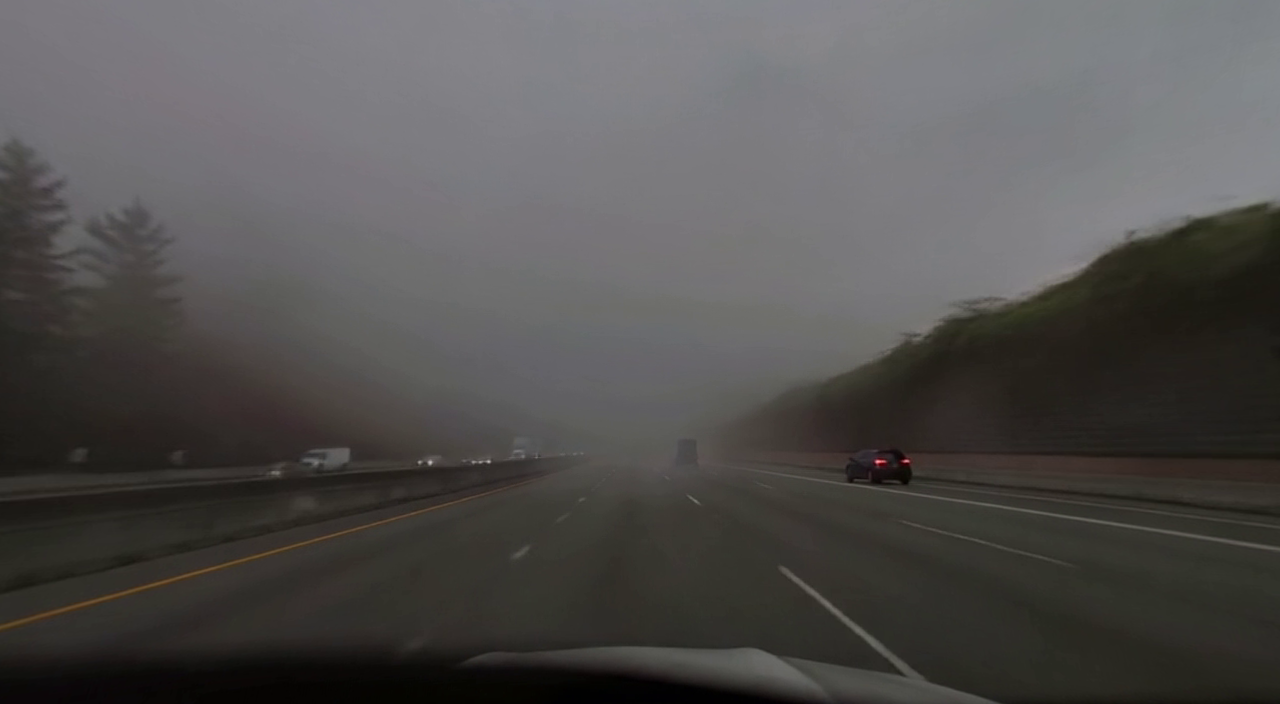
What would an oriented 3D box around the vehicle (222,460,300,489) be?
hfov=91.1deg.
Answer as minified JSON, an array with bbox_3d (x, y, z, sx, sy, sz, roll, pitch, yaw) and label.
[{"bbox_3d":[-21.796,7.016,36.379,1.843,1.460,4.668,0,-9,-3],"label":"vehicle"}]

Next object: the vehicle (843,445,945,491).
[{"bbox_3d":[9.792,4.487,24.730,1.950,1.632,4.845,0,-9,0],"label":"vehicle"}]
